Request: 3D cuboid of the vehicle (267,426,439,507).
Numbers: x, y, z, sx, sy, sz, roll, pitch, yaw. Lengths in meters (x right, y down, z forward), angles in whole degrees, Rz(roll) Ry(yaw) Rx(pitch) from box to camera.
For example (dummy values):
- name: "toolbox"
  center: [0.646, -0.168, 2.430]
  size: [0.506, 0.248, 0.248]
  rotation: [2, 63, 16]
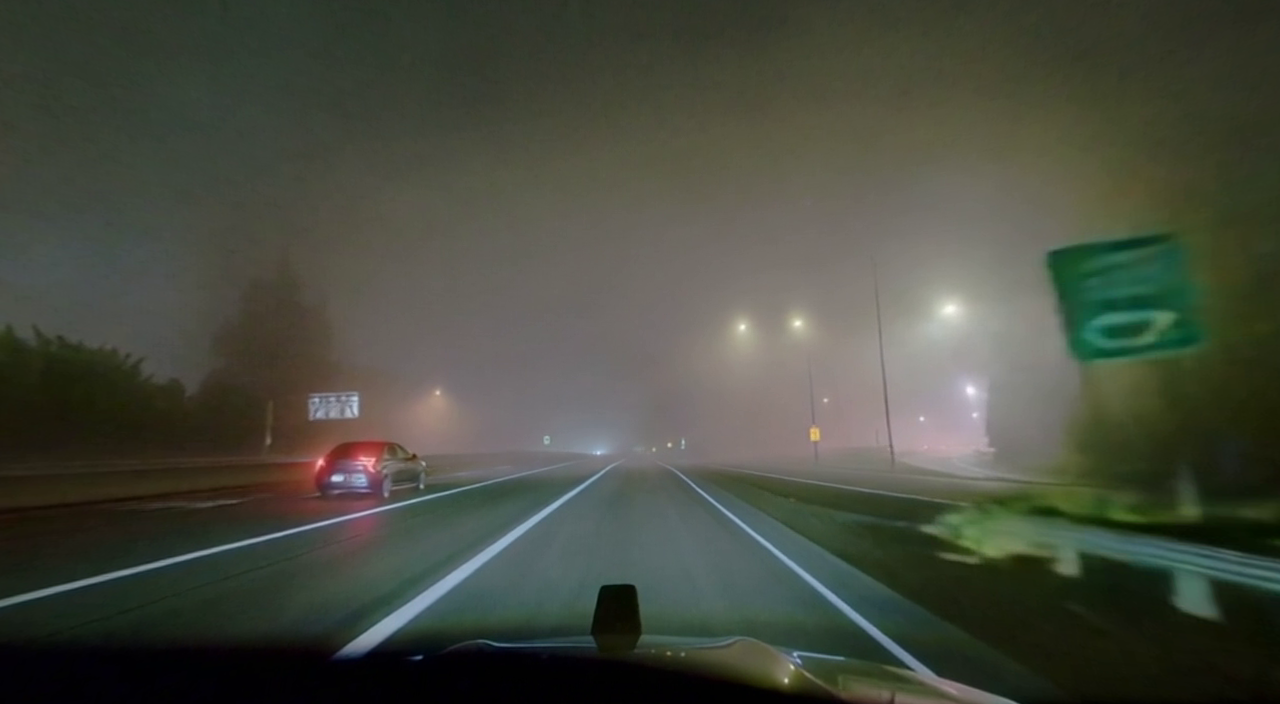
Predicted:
- name: "vehicle"
  center: [-7.308, 2.960, 16.823]
  size: [2.231, 1.807, 4.758]
  rotation: [0, -8, 1]
